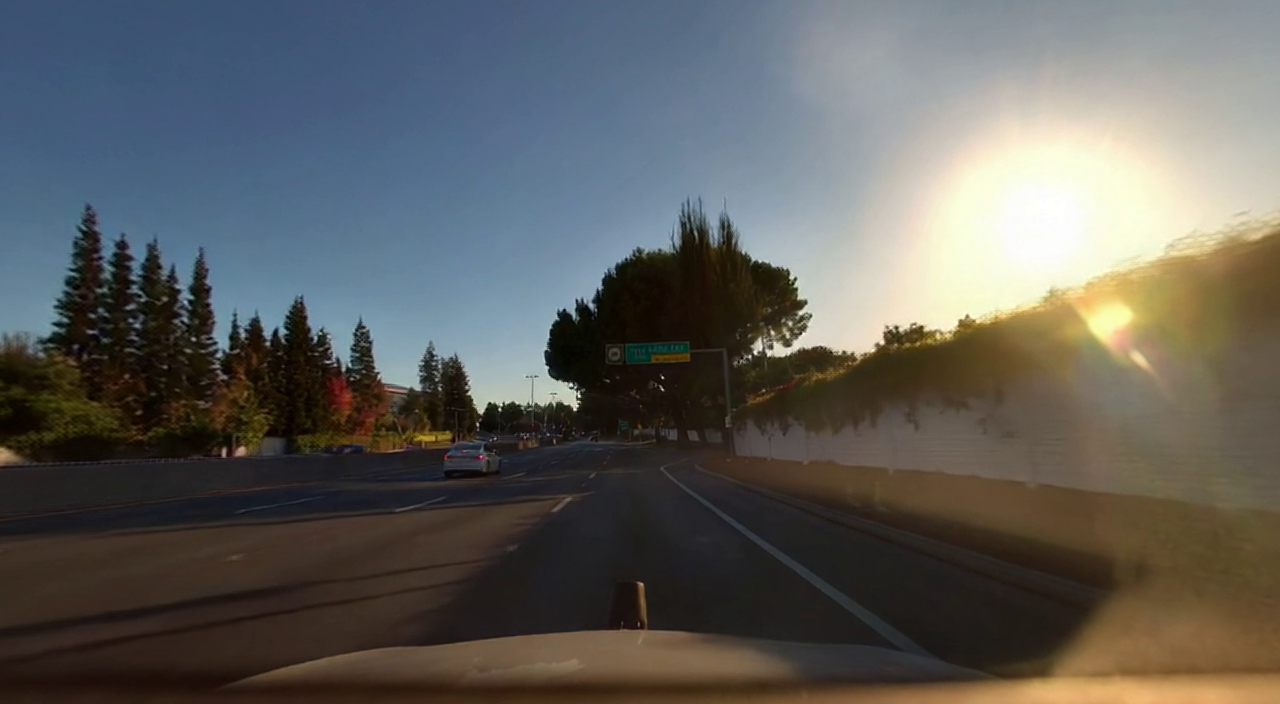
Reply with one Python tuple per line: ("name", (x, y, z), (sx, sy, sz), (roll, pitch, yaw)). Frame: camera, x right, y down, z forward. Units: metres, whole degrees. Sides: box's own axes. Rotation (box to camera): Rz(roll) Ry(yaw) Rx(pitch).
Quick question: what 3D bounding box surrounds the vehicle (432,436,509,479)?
("vehicle", (-7.351, 4.638, 27.976), (2.115, 1.711, 4.722), (0, -9, 0))
